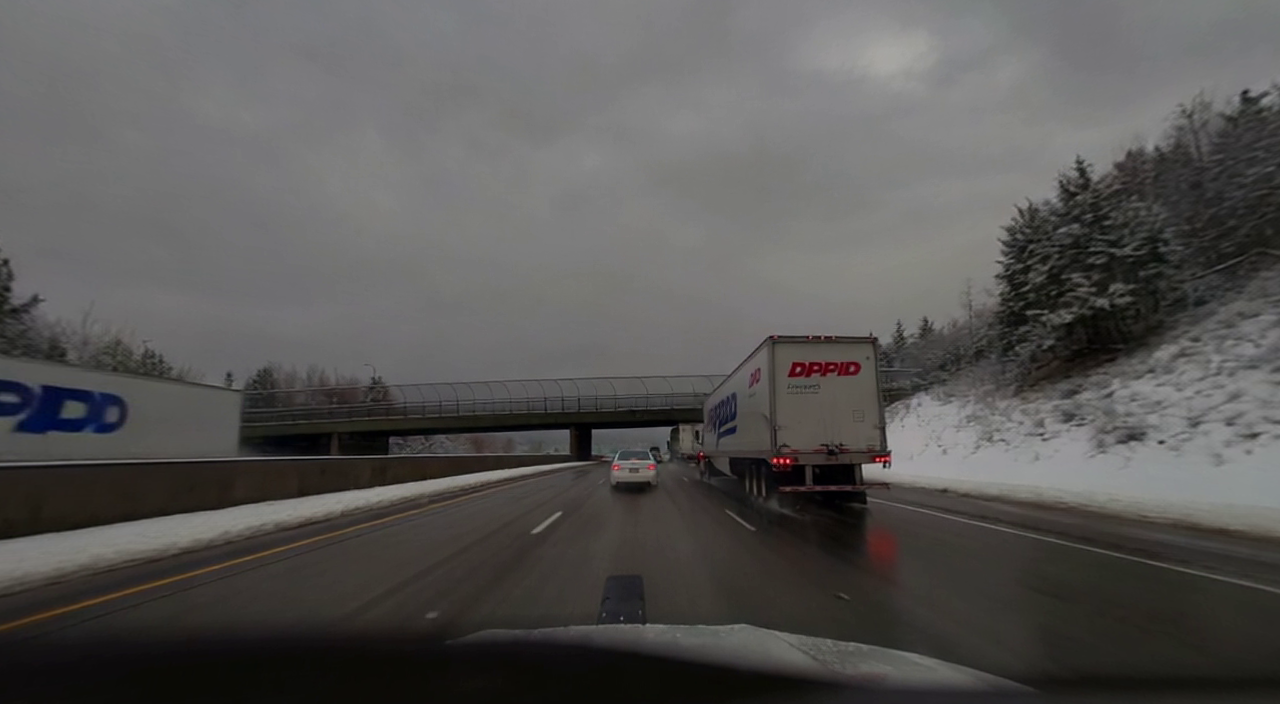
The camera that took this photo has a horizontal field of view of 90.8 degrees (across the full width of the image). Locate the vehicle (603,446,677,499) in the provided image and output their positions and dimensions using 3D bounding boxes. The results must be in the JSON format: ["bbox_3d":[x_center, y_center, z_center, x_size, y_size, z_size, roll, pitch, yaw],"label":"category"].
[{"bbox_3d":[-0.005,3.607,19.206,2.029,1.437,3.794,0,-9,0],"label":"vehicle"}]

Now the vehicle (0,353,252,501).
[{"bbox_3d":[-19.147,2.669,21.189,3.069,4.019,14.382,0,-9,0],"label":"vehicle"}]

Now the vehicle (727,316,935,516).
[{"bbox_3d":[4.320,1.874,16.676,2.802,3.956,8.291,0,-9,0],"label":"vehicle"}]
